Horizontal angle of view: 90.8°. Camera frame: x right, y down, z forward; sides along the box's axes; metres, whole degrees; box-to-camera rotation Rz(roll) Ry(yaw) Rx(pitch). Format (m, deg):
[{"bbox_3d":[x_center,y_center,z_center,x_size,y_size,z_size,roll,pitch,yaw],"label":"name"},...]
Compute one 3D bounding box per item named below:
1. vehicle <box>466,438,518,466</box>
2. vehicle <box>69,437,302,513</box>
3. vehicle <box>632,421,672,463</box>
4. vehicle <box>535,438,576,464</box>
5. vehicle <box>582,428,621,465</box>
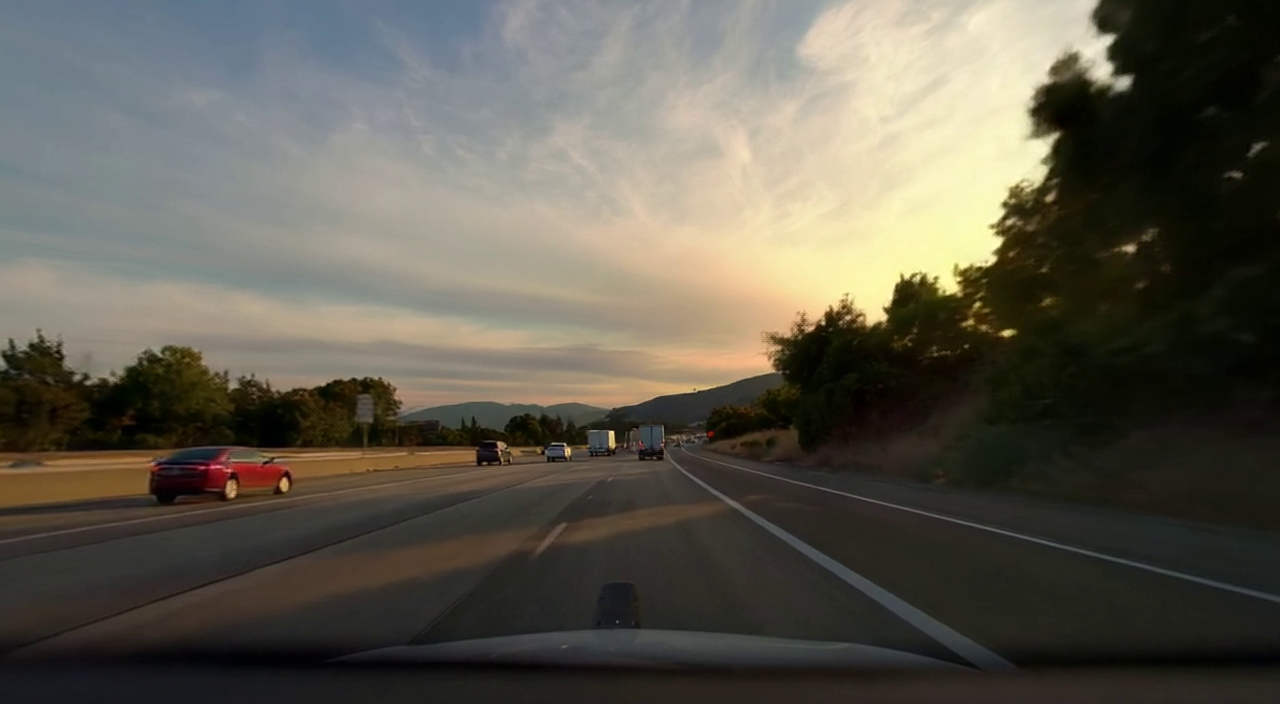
[{"bbox_3d":[-10.082,6.852,43.447,2.080,1.777,5.450,0,-9,2],"label":"vehicle"},{"bbox_3d":[-10.156,2.762,14.742,1.952,1.457,4.689,0,-9,0],"label":"vehicle"},{"bbox_3d":[0.897,6.695,47.054,2.768,2.854,6.757,1,-8,1],"label":"vehicle"},{"bbox_3d":[-6.316,7.493,47.774,2.206,1.838,4.889,0,-9,3],"label":"vehicle"},{"bbox_3d":[-2.780,6.964,46.570,2.328,2.519,5.238,0,-9,2],"label":"vehicle"}]
